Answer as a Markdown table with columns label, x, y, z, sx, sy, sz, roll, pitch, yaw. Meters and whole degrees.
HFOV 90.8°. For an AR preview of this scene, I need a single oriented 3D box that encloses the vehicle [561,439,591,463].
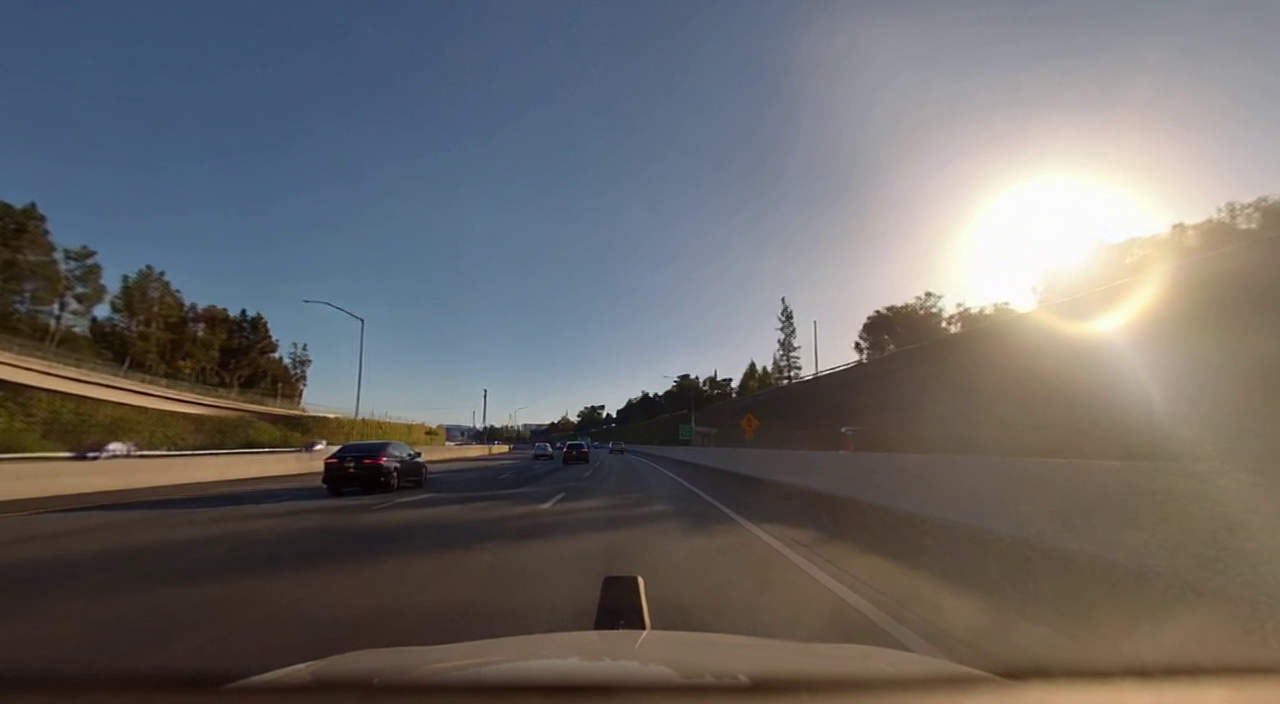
| label | x | y | z | sx | sy | sz | roll | pitch | yaw |
| --- | --- | --- | --- | --- | --- | --- | --- | --- | --- |
| vehicle | -4.685 | 7.271 | 46.544 | 1.971 | 1.643 | 4.009 | 0 | -8 | -3 |
